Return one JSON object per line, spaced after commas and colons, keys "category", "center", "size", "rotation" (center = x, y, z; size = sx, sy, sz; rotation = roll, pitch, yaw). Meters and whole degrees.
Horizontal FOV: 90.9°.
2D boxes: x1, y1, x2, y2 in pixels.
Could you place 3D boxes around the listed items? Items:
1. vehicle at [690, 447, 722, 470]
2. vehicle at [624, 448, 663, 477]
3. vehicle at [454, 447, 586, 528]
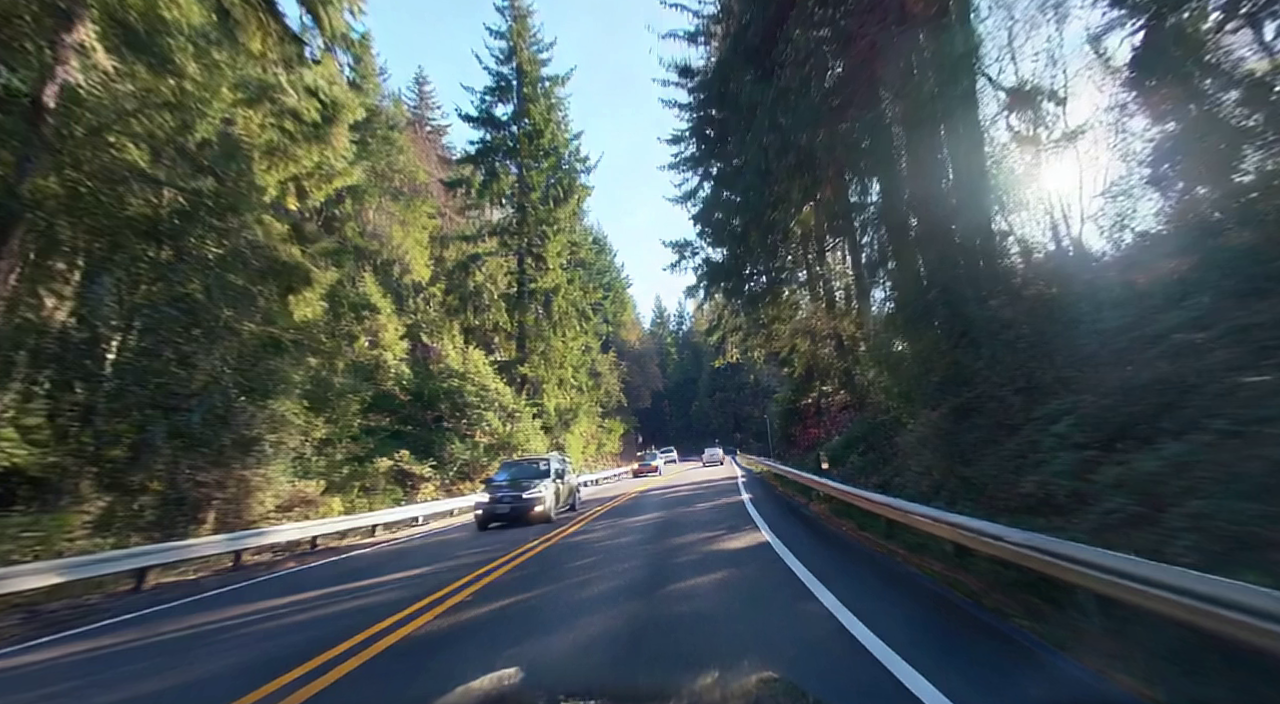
{"category": "vehicle", "center": [4.603, 7.355, 43.879], "size": [2.120, 1.491, 4.349], "rotation": [0, -9, 6]}
{"category": "vehicle", "center": [0.328, 7.697, 44.185], "size": [2.170, 1.872, 4.643], "rotation": [-1, -8, 7]}
{"category": "vehicle", "center": [-2.935, 3.401, 16.563], "size": [2.214, 1.782, 4.289], "rotation": [0, -9, 6]}
